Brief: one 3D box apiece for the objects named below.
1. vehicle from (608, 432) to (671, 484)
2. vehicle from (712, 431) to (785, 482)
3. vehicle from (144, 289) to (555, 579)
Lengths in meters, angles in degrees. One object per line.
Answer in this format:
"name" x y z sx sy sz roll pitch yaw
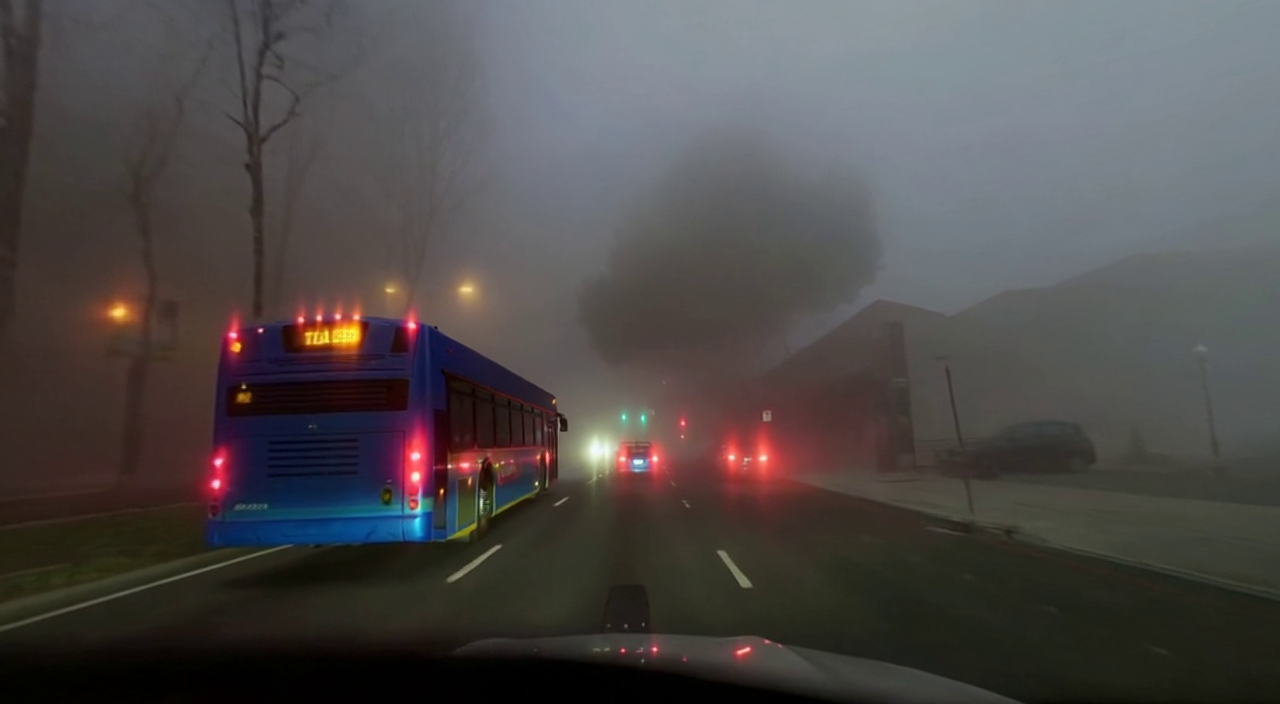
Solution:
"vehicle" 0.004 3.847 23.146 2.120 1.727 3.917 0 -9 1
"vehicle" 4.156 4.101 24.983 2.138 1.787 4.522 0 -9 1
"vehicle" -3.445 1.285 10.619 2.920 2.884 8.588 0 -7 -1
